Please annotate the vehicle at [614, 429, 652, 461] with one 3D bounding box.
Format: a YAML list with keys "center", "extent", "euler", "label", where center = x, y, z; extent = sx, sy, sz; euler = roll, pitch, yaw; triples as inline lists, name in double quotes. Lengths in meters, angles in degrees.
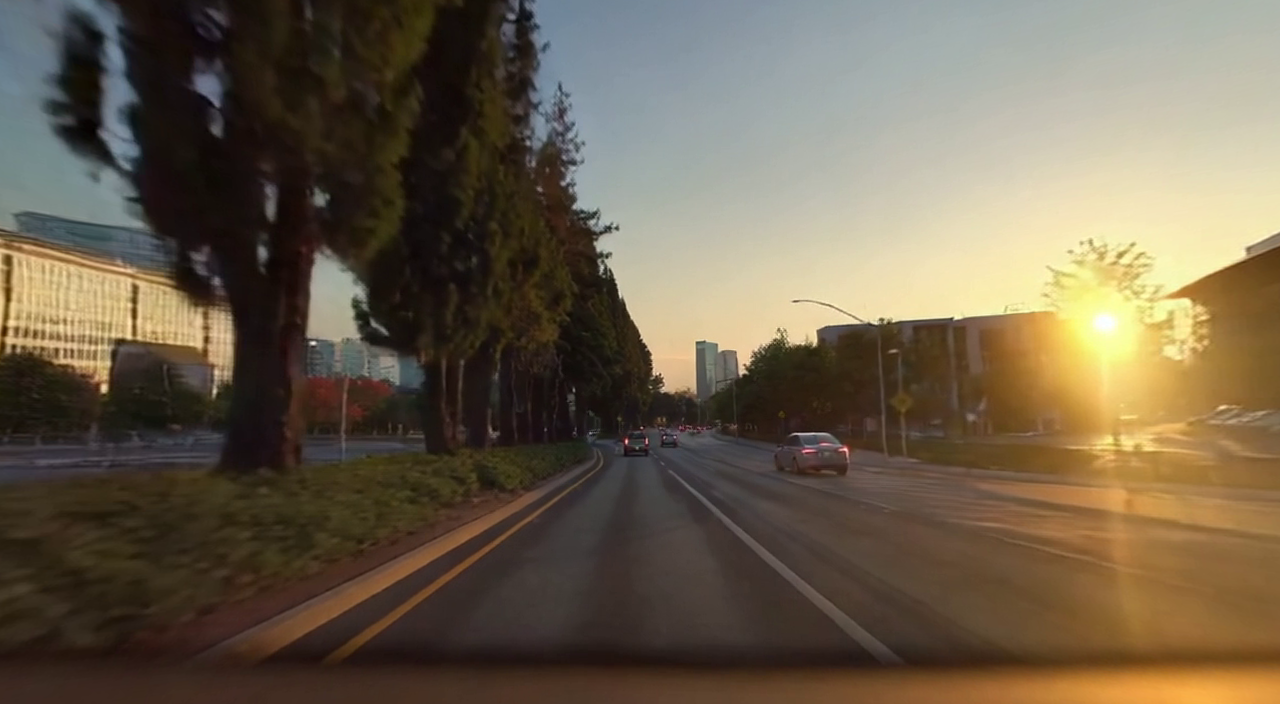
- center: [-0.426, 5.660, 38.295]
  extent: [2.193, 1.794, 4.457]
  euler: [0, -9, -1]
  label: "vehicle"

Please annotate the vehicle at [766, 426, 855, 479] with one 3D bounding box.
- center: [6.357, 3.819, 24.127]
  extent: [2.026, 1.804, 4.565]
  euler: [0, -9, -1]
  label: "vehicle"
